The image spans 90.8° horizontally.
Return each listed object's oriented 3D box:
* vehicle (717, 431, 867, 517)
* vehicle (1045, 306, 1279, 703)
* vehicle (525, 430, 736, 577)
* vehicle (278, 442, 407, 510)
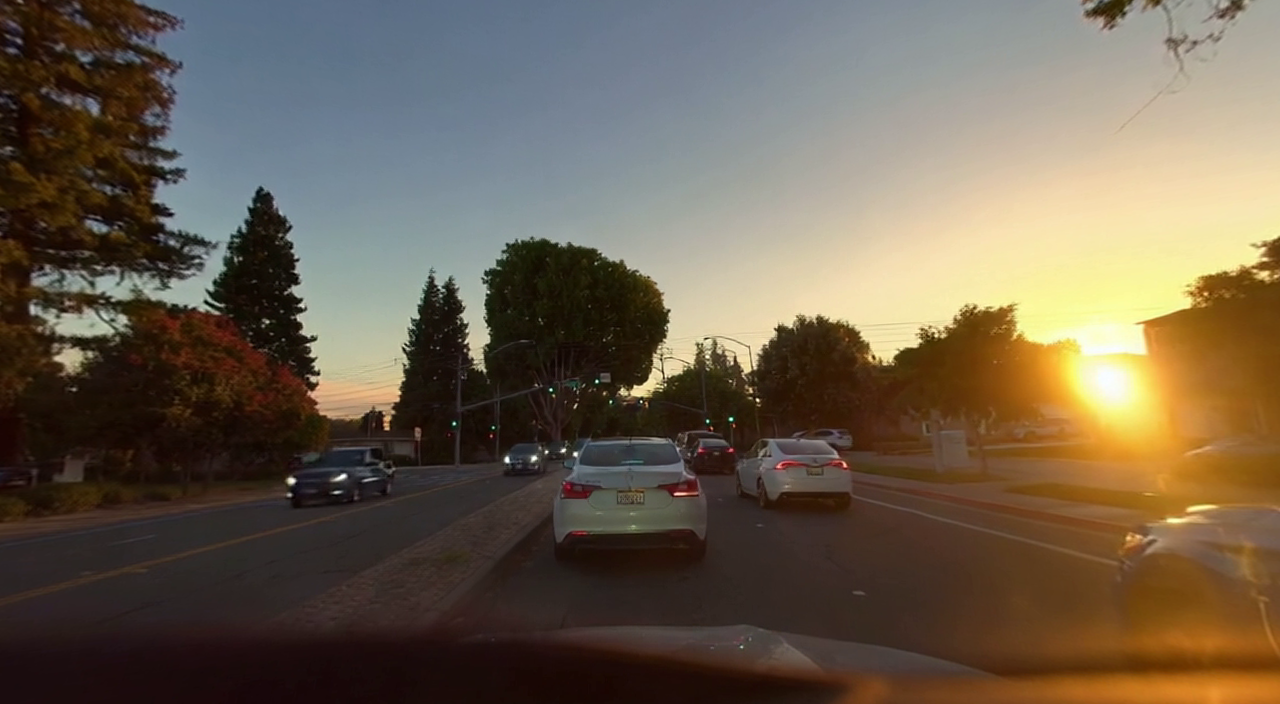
[{"bbox_3d":[2.984,2.510,13.555,1.971,1.517,4.521,0,-8,-1],"label":"vehicle"},{"bbox_3d":[3.382,0.581,1.403,2.006,1.766,4.345,0,-8,-1],"label":"vehicle"},{"bbox_3d":[-0.132,1.885,8.710,2.186,1.500,4.141,0,-8,-1],"label":"vehicle"},{"bbox_3d":[-8.636,3.583,18.816,1.996,1.680,4.203,-2,-8,-3],"label":"vehicle"}]
